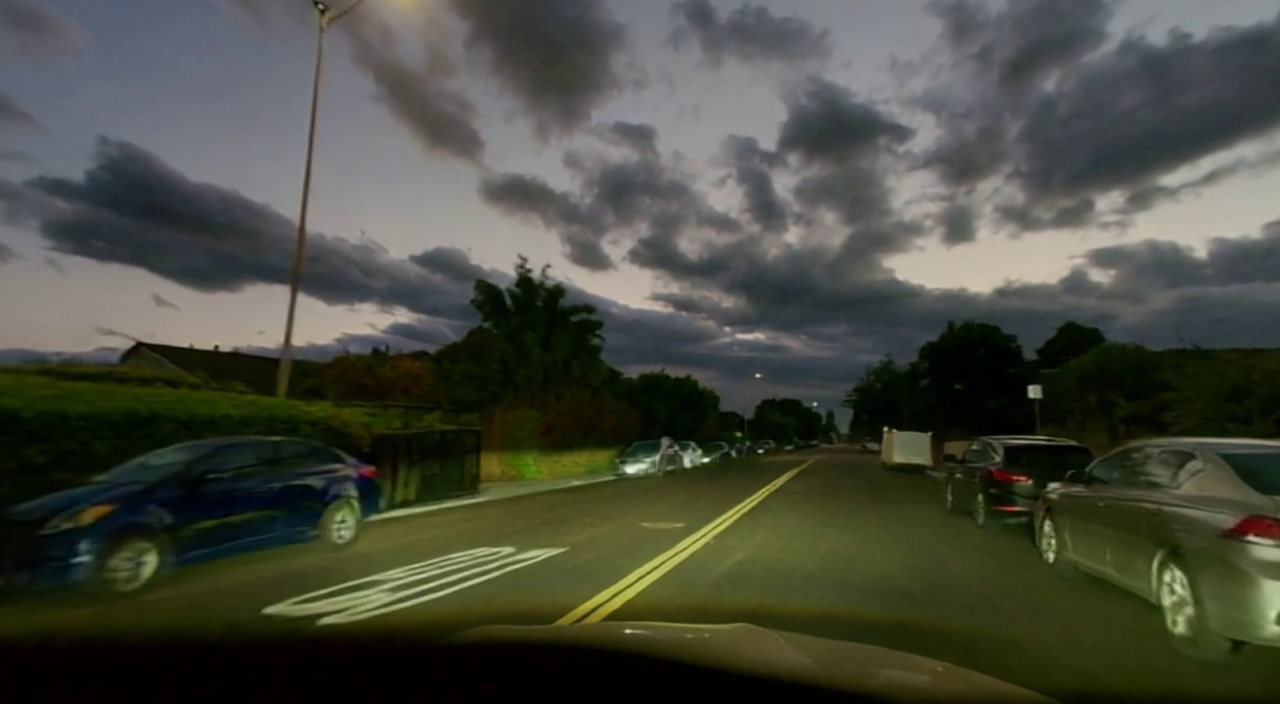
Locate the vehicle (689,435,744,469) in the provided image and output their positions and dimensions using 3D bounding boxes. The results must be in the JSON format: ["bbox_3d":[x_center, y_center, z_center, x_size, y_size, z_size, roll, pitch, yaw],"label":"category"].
[{"bbox_3d":[4.032,5.231,32.703,1.818,1.563,4.483,-6,-11,18],"label":"vehicle"}]

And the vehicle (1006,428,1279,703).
[{"bbox_3d":[4.555,1.354,4.884,1.969,1.478,4.632,-3,-8,18],"label":"vehicle"}]

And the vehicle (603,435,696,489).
[{"bbox_3d":[0.471,3.786,22.215,1.901,1.472,4.676,-7,-8,17],"label":"vehicle"}]

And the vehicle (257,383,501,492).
[{"bbox_3d":[-6.408,2.115,15.675,5.210,2.370,2.336,-2,-8,17],"label":"vehicle"}]

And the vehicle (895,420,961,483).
[{"bbox_3d":[12.718,4.369,28.114,2.215,2.542,4.550,-2,-8,20],"label":"vehicle"}]

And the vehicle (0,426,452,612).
[{"bbox_3d":[-4.438,1.670,7.533,1.848,1.406,4.601,-5,-7,18],"label":"vehicle"}]
